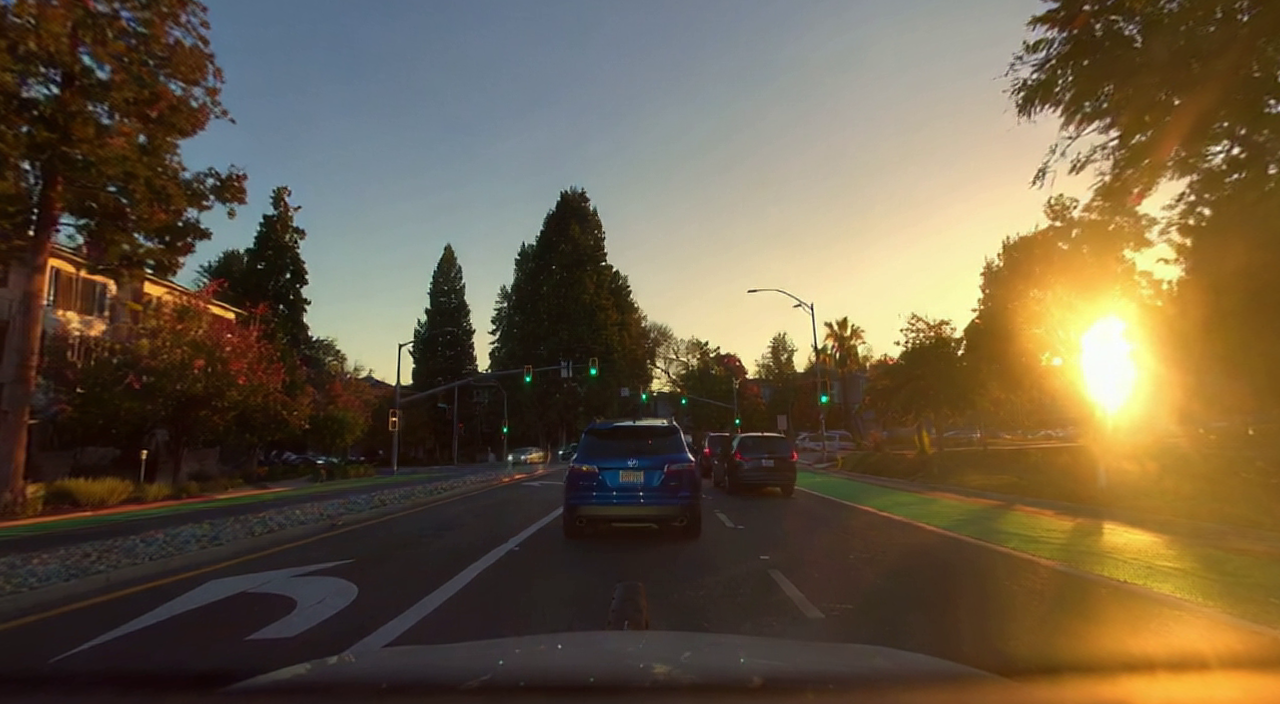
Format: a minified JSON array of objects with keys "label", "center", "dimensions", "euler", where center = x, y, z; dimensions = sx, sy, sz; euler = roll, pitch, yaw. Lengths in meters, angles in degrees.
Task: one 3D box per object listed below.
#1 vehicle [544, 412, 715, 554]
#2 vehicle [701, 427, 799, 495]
[{"label":"vehicle","center":[-0.114,1.915,9.839],"dimensions":[2.109,1.730,3.963],"euler":[0,-8,1]},{"label":"vehicle","center":[3.189,3.284,19.351],"dimensions":[2.189,1.815,4.495],"euler":[0,-8,0]}]
